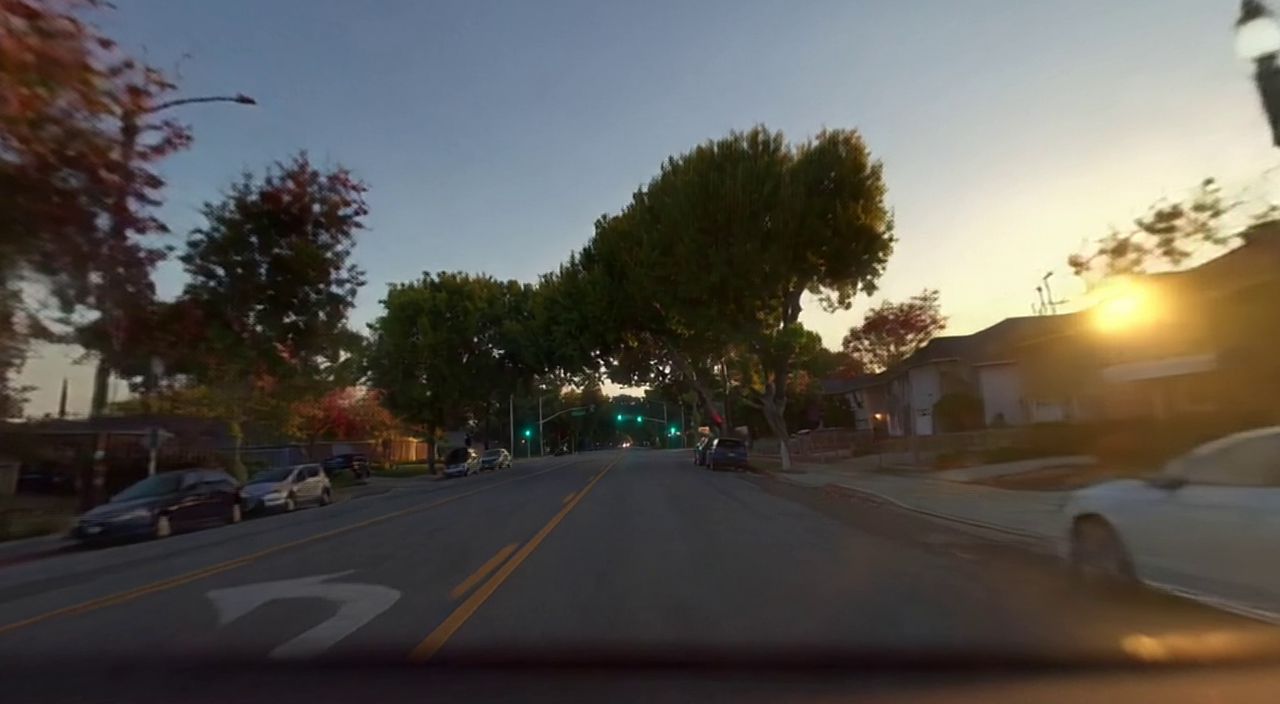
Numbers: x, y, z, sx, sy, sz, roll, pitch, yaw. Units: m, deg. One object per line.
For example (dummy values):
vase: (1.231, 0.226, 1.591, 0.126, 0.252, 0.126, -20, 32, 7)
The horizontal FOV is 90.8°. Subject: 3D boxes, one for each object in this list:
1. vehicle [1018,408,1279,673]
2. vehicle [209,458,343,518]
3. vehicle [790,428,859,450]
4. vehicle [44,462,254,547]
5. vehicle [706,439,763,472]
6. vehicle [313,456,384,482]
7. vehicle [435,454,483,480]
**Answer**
vehicle: (4.546, 1.045, 3.480, 1.887, 1.480, 4.731, 0, -9, -2)
vehicle: (-11.651, 4.339, 20.615, 2.008, 1.643, 4.130, 0, -8, -2)
vehicle: (14.166, 6.710, 48.644, 4.660, 1.546, 1.916, -1, -8, 0)
vehicle: (-11.485, 3.539, 15.249, 1.845, 1.626, 4.105, 0, -8, -2)
vehicle: (4.500, 5.034, 30.819, 2.010, 1.461, 4.247, 0, -9, -2)
vehicle: (-20.070, 8.042, 43.608, 3.932, 1.641, 1.819, 0, -8, -1)
vehicle: (-11.689, 7.435, 41.043, 1.867, 1.471, 4.139, 0, -8, 1)
